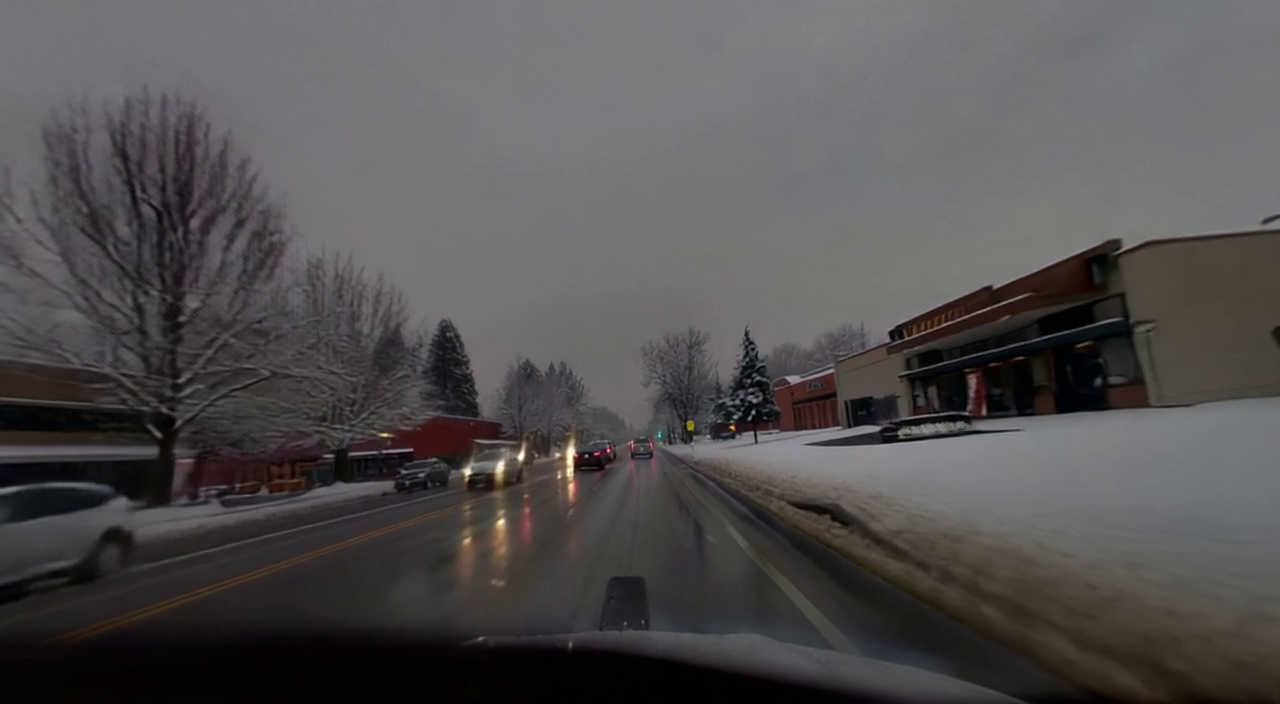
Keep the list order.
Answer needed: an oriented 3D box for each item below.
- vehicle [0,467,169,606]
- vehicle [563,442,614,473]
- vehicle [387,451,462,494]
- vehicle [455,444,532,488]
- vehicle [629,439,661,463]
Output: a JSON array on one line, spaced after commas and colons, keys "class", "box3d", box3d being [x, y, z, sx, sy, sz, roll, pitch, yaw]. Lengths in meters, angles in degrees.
[{"class": "vehicle", "box3d": [-8.614, 2.317, 7.914, 1.952, 1.540, 4.413, 0, -8, 1]}, {"class": "vehicle", "box3d": [-2.457, 5.143, 31.030, 2.099, 1.424, 4.609, 0, -8, 0]}, {"class": "vehicle", "box3d": [-11.026, 6.150, 32.559, 1.978, 1.640, 4.695, -9, -8, 1]}, {"class": "vehicle", "box3d": [-5.797, 4.530, 25.438, 2.045, 1.619, 3.973, 0, -8, 1]}, {"class": "vehicle", "box3d": [0.310, 6.552, 41.871, 2.020, 1.478, 3.922, 0, -8, -1]}]
